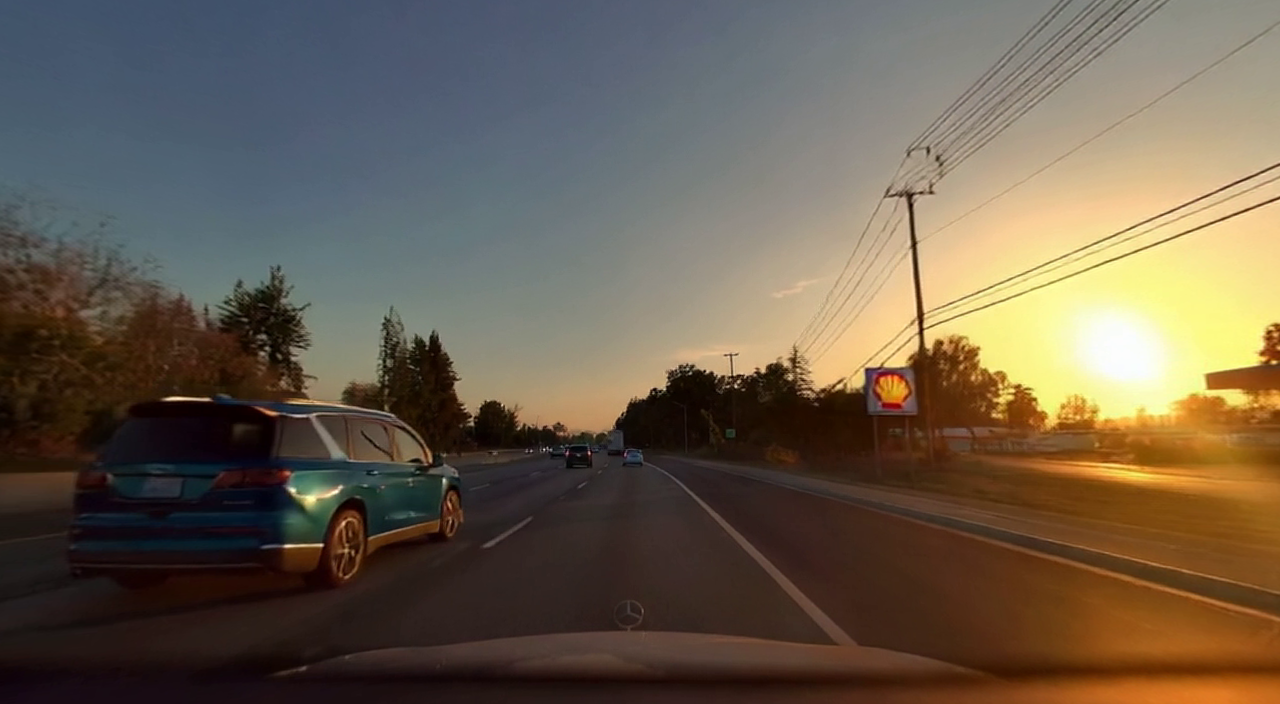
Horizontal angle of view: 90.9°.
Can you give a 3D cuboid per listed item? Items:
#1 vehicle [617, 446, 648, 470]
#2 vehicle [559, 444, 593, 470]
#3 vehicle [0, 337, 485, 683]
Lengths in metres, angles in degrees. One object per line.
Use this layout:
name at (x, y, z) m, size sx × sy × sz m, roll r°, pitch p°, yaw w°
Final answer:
vehicle at (-0.550, 7.415, 44.333) m, size 1.982 × 1.524 × 3.800 m, roll 0°, pitch -8°, yaw -3°
vehicle at (-4.931, 8.195, 49.404) m, size 2.273 × 1.884 × 4.515 m, roll 0°, pitch -8°, yaw -1°
vehicle at (-3.906, 1.381, 6.934) m, size 2.694 × 2.081 × 6.099 m, roll 0°, pitch -8°, yaw 1°
